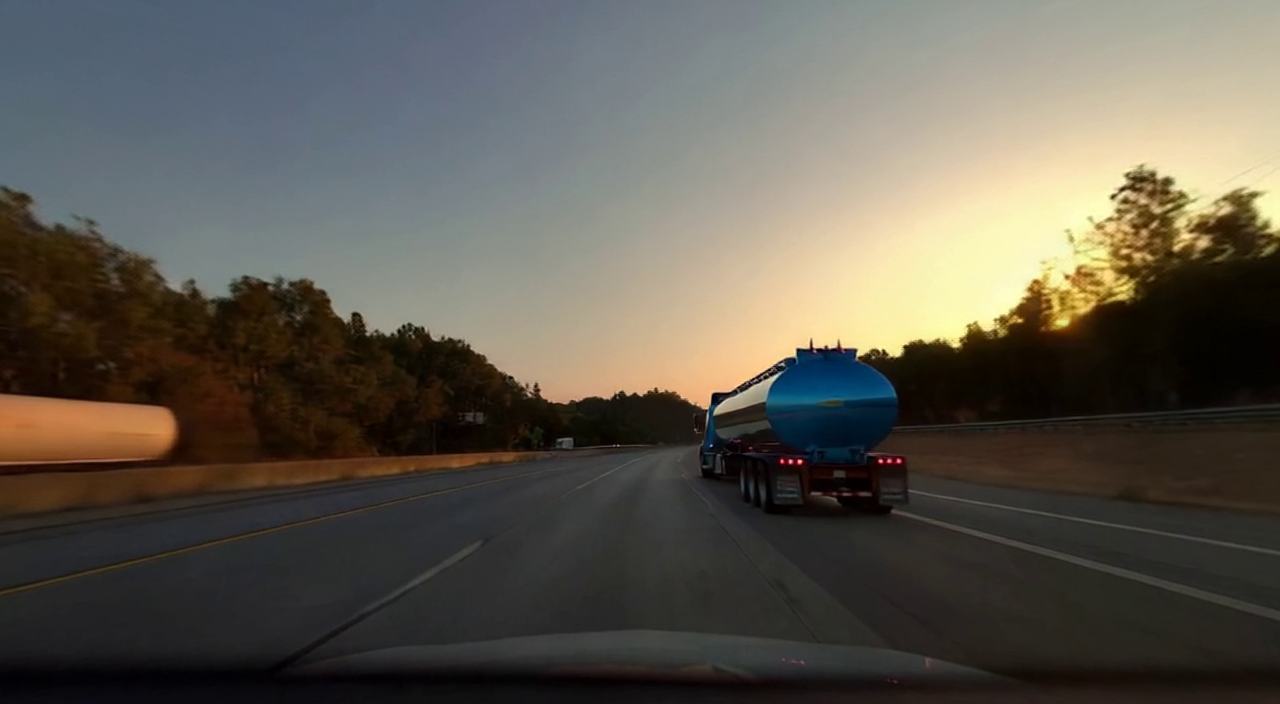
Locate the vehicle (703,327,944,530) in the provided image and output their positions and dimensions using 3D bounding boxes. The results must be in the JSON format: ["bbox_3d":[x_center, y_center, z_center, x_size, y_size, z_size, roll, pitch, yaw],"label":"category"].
[{"bbox_3d":[3.968,2.397,18.455,2.880,3.624,14.397,0,-8,1],"label":"vehicle"}]

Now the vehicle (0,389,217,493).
[{"bbox_3d":[-24.646,4.185,29.530,2.789,4.030,9.306,-1,-8,3],"label":"vehicle"}]
